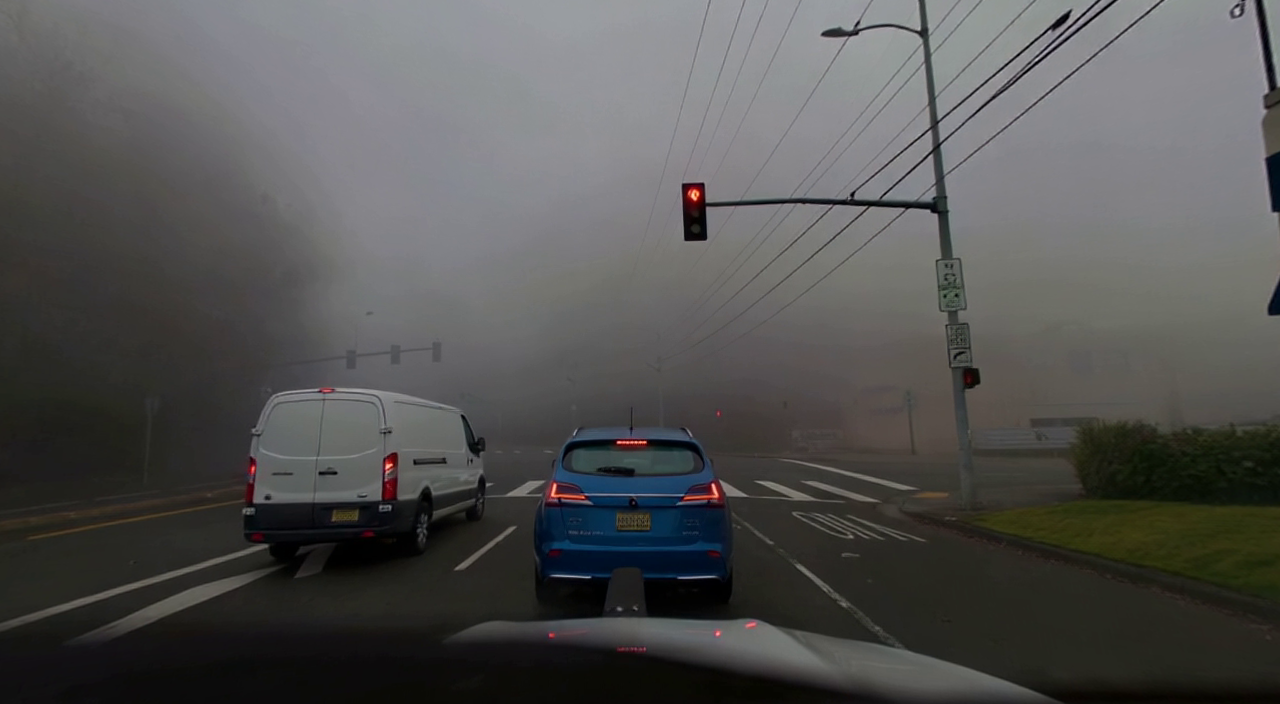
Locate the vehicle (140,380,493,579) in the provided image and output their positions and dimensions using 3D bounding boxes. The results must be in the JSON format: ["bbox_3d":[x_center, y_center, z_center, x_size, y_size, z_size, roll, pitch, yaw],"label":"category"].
[{"bbox_3d":[-3.585,1.513,8.421,2.076,1.820,5.100,0,-8,-1],"label":"vehicle"}]

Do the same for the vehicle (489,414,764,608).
[{"bbox_3d":[-0.110,1.466,6.775,2.064,1.452,3.942,0,-8,0],"label":"vehicle"}]
